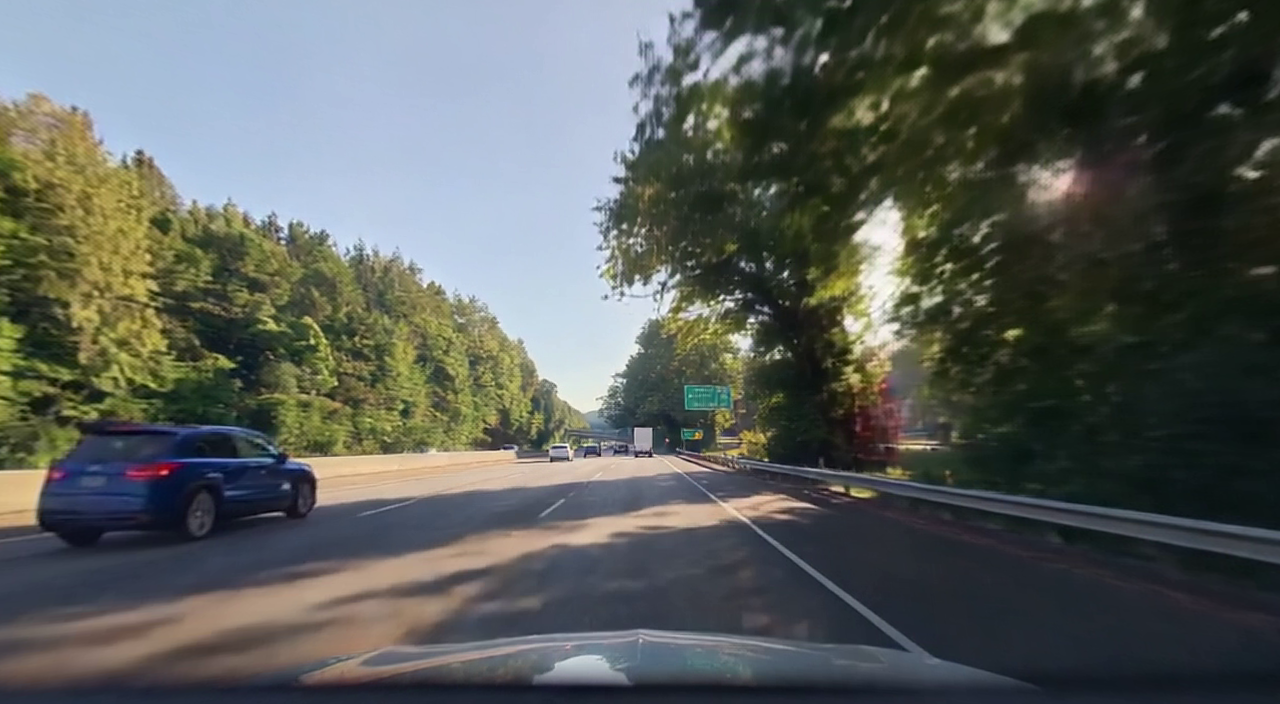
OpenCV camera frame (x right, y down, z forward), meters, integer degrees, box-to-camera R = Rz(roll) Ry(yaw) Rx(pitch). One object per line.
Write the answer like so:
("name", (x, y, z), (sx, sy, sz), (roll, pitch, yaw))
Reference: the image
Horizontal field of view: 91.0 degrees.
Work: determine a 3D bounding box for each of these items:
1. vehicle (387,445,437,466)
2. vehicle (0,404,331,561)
("vehicle", (-17.515, 7.995, 48.660), (2.002, 1.515, 4.650), (0, -8, 1))
("vehicle", (-7.119, 1.860, 9.720), (2.253, 1.815, 4.618), (0, -8, 1))
